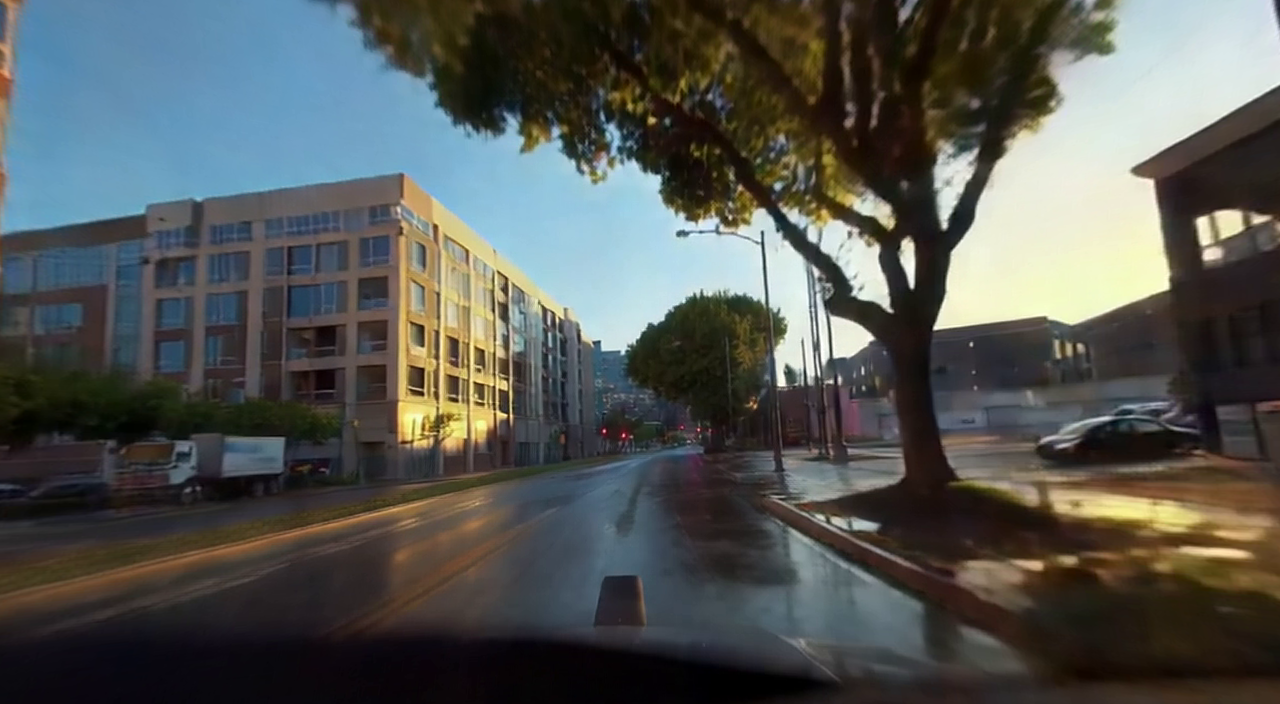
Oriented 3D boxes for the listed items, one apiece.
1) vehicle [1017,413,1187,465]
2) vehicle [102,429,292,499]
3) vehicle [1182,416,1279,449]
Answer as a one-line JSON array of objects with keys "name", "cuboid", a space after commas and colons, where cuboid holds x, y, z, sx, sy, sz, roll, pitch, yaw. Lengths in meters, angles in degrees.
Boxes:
[{"name": "vehicle", "cuboid": [14.927, 2.850, 20.499, 3.997, 1.579, 1.799, -1, -9, 3]}, {"name": "vehicle", "cuboid": [-19.749, 4.952, 28.662, 2.166, 2.698, 7.006, -7, -9, 20]}, {"name": "vehicle", "cuboid": [27.120, 3.646, 28.308, 3.531, 1.414, 1.906, -1, -9, 5]}]
